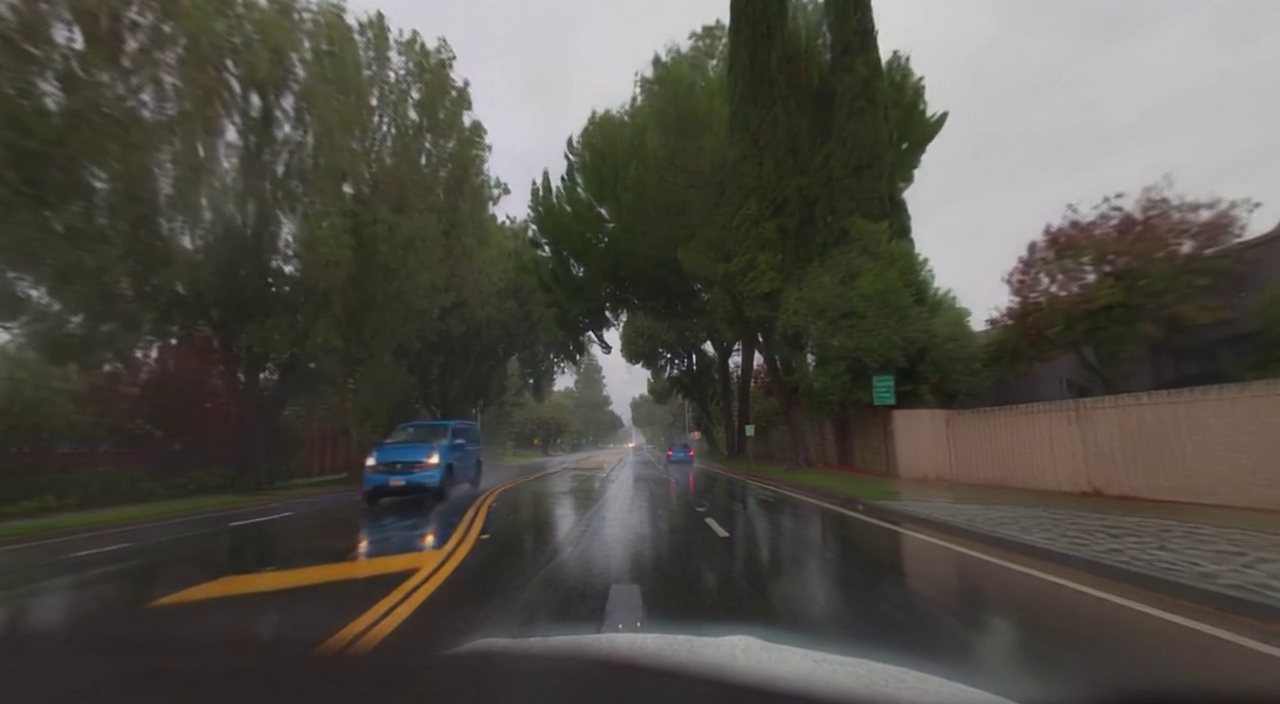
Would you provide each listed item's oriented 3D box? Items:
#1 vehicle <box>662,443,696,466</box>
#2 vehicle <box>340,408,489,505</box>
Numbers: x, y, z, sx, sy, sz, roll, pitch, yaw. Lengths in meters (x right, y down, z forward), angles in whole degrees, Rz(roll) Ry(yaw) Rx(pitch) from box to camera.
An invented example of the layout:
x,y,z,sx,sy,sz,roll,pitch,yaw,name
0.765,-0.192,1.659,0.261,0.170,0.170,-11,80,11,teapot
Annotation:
x,y,z,sx,sy,sz,roll,pitch,yaw,name
2.620,6.992,43.249,1.991,1.476,4.153,0,-9,-1,vehicle
-6.592,3.157,19.448,2.430,2.517,5.772,0,-8,0,vehicle
